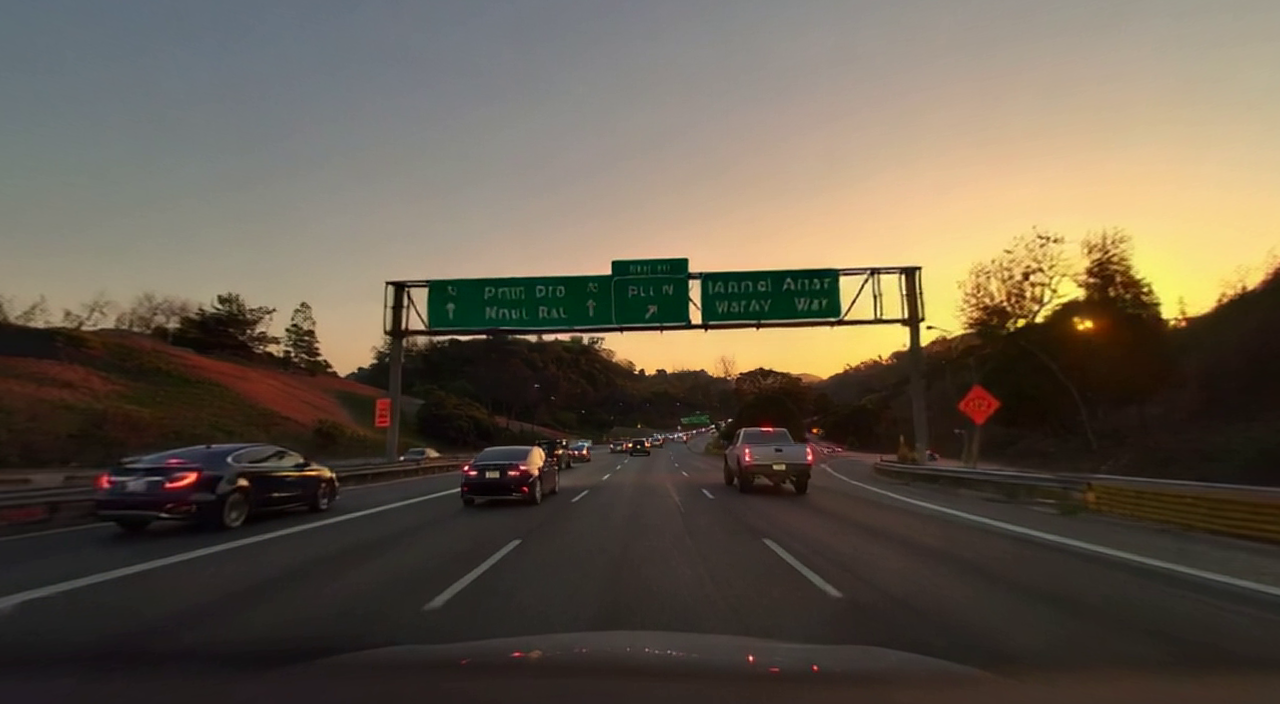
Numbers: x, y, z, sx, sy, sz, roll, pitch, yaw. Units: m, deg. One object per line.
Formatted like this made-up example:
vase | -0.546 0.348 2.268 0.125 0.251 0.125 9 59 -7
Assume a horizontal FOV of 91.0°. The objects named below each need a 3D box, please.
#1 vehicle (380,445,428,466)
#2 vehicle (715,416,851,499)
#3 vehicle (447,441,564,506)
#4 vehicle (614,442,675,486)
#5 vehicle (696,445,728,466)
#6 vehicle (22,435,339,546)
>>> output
vehicle | -18.441 8.112 49.473 1.897 1.504 4.444 -1 -9 2
vehicle | 4.108 3.259 19.755 2.802 2.151 6.579 0 -9 1
vehicle | -3.382 3.162 16.802 1.996 1.488 4.451 0 -9 2
vehicle | 0.208 4.172 23.666 2.071 1.478 4.130 0 -9 1
vehicle | 5.358 7.756 47.257 2.023 1.507 4.510 0 -9 2
vehicle | -7.454 2.267 11.006 2.065 1.519 4.491 0 -9 1
